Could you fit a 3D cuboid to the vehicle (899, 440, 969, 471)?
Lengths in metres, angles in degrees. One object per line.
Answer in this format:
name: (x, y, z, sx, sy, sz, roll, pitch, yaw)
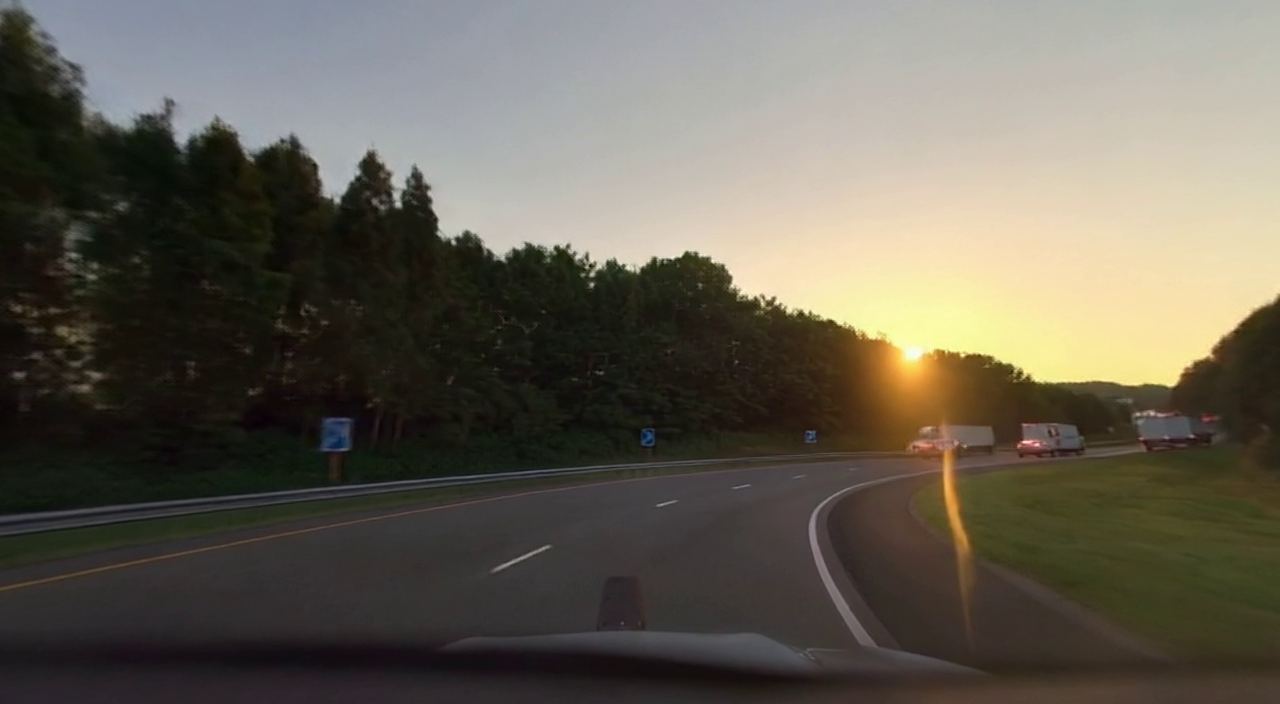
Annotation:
vehicle: (16.951, 5.946, 36.226, 2.221, 1.674, 4.325, -9, -13, 43)
